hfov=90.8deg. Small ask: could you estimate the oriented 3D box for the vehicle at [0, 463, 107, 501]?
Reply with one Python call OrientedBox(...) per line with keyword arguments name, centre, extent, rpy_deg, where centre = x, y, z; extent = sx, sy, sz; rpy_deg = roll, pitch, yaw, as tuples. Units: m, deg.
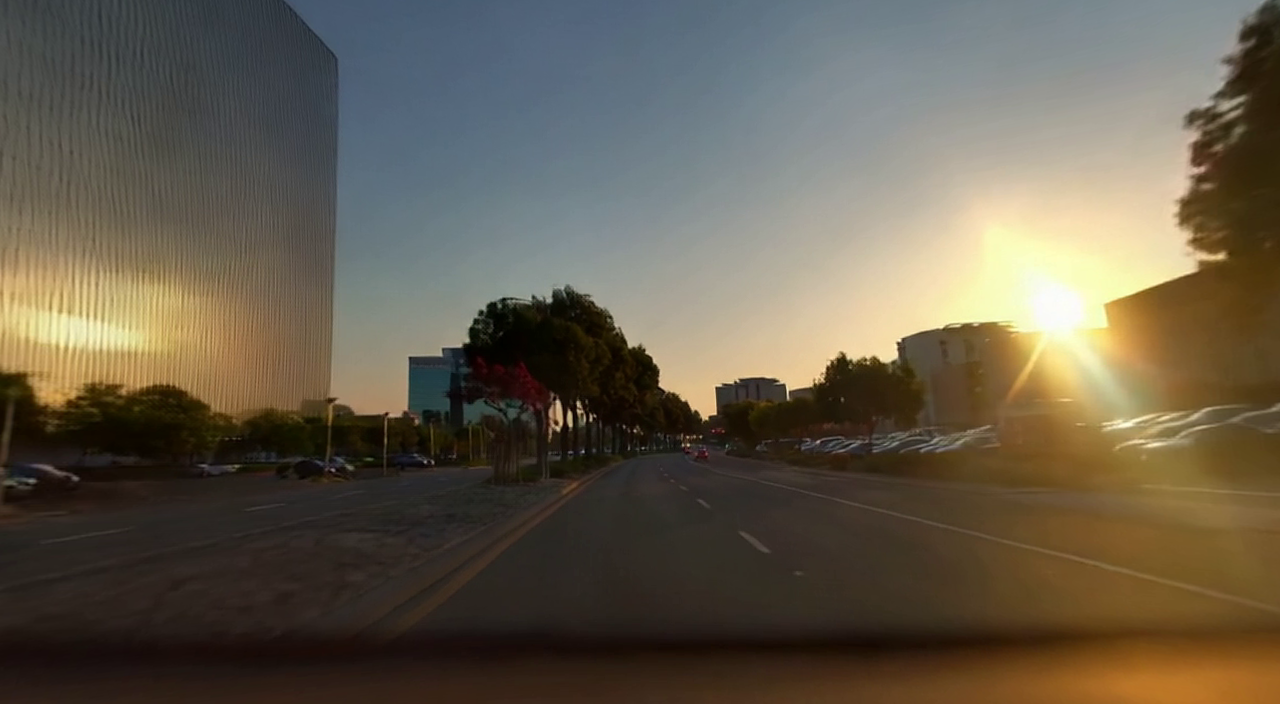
OrientedBox(name="vehicle", centre=(-26.790, 5.774, 27.958), extent=(4.410, 1.430, 1.897), rpy_deg=(1, -9, -23))
